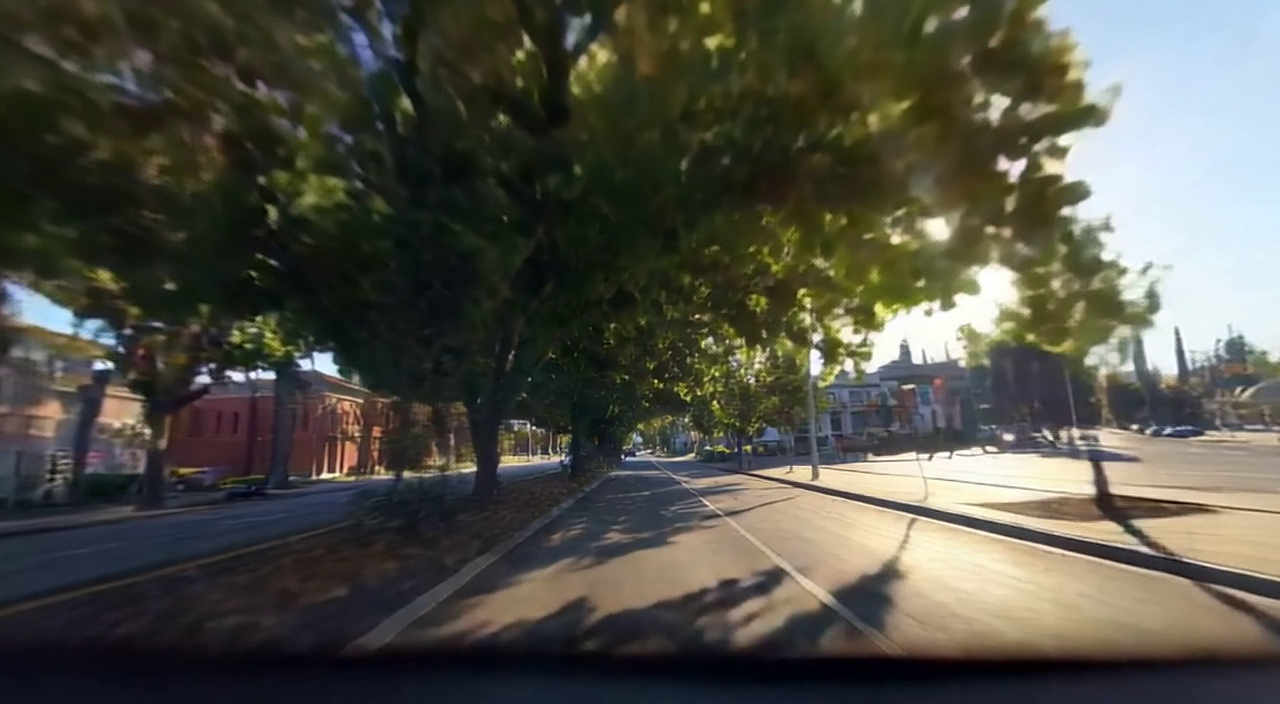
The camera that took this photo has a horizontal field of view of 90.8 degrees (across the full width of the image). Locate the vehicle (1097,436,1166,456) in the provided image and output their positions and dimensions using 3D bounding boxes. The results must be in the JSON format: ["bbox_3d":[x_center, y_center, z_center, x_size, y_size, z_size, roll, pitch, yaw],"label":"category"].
[{"bbox_3d":[38.661,7.424,49.817,1.860,1.467,4.614,0,-9,2],"label":"vehicle"}]
